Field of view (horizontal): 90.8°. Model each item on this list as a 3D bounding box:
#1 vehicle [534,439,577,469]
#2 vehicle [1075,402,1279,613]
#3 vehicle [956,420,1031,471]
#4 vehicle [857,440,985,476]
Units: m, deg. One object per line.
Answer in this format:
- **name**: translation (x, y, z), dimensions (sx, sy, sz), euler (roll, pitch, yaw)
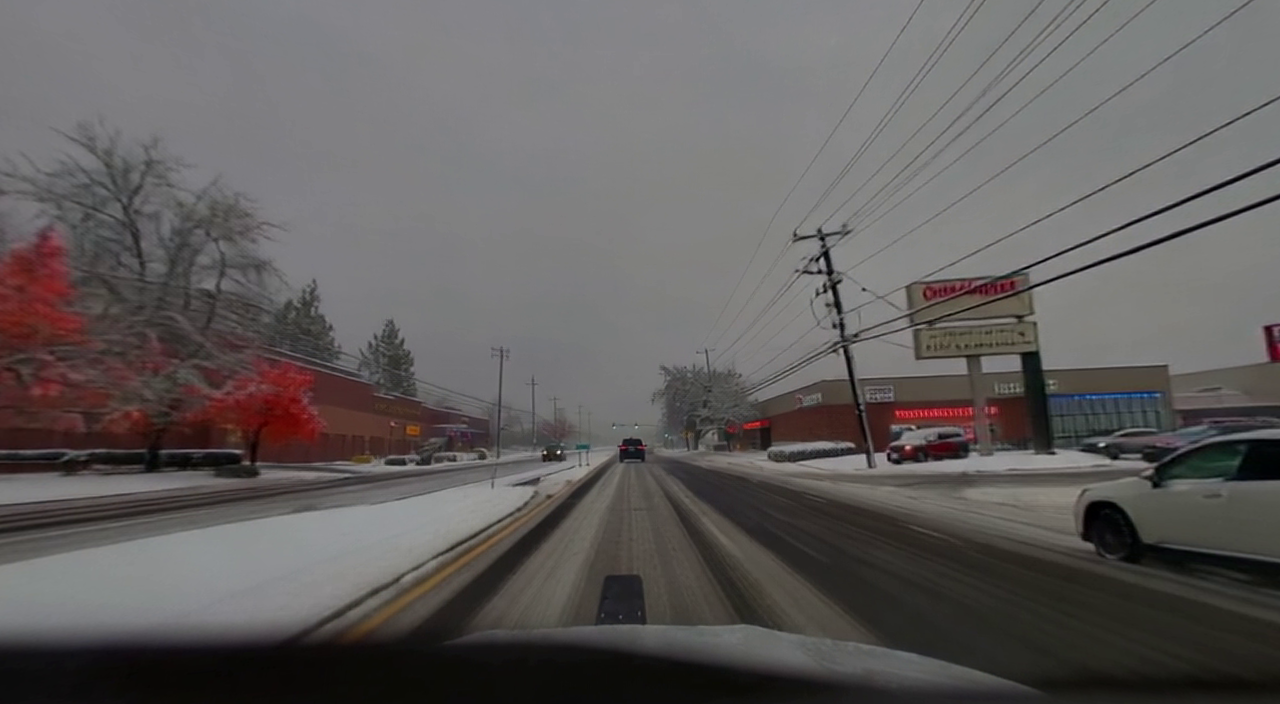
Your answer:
- **vehicle**: translation (-5.771, 7.004, 43.648), dimensions (2.278, 1.828, 4.970), euler (-2, -8, 0)
- **vehicle**: translation (6.235, 1.286, 5.262), dimensions (1.995, 1.705, 4.434), euler (0, -9, -1)
- **vehicle**: translation (19.116, 5.069, 34.233), dimensions (2.918, 2.614, 1.930), euler (3, -9, -18)
- **vehicle**: translation (14.568, 5.468, 32.854), dimensions (5.733, 1.610, 2.253), euler (0, -8, -11)
